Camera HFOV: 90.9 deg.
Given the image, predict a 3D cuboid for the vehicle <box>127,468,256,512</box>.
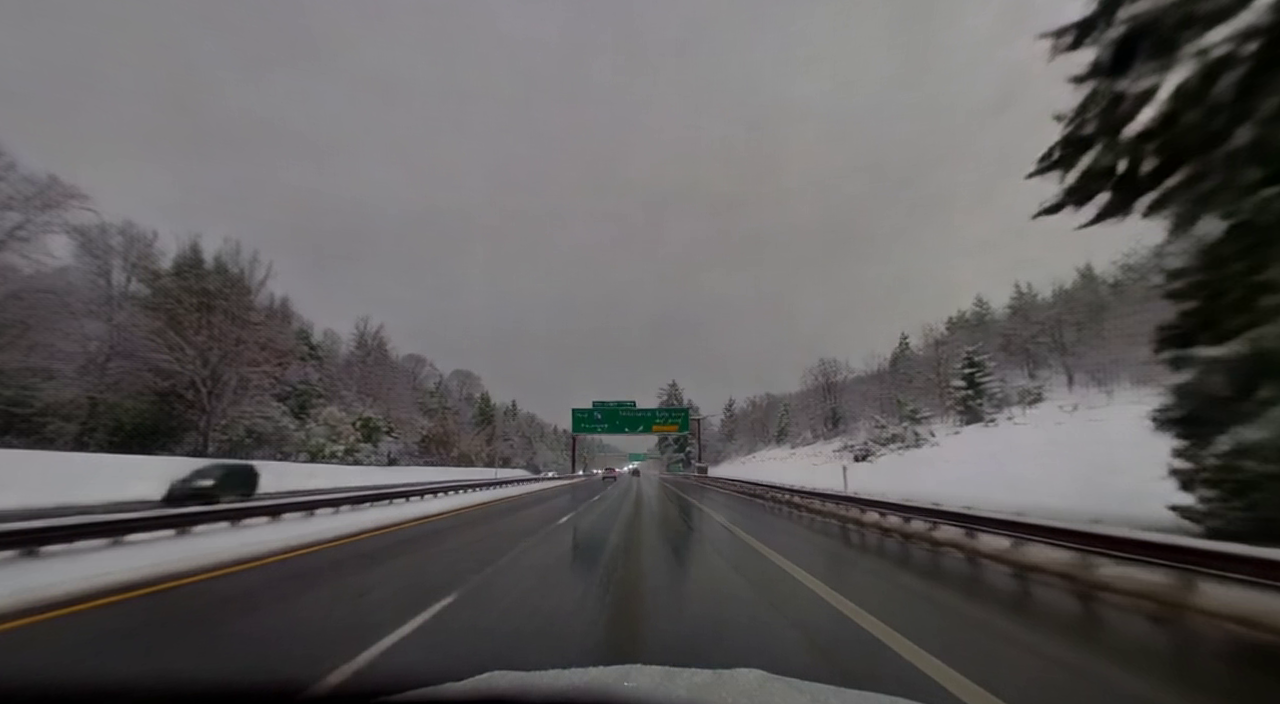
[{"bbox_3d":[-16.431,5.062,23.352,1.807,1.428,3.938,1,-11,0],"label":"vehicle"}]
